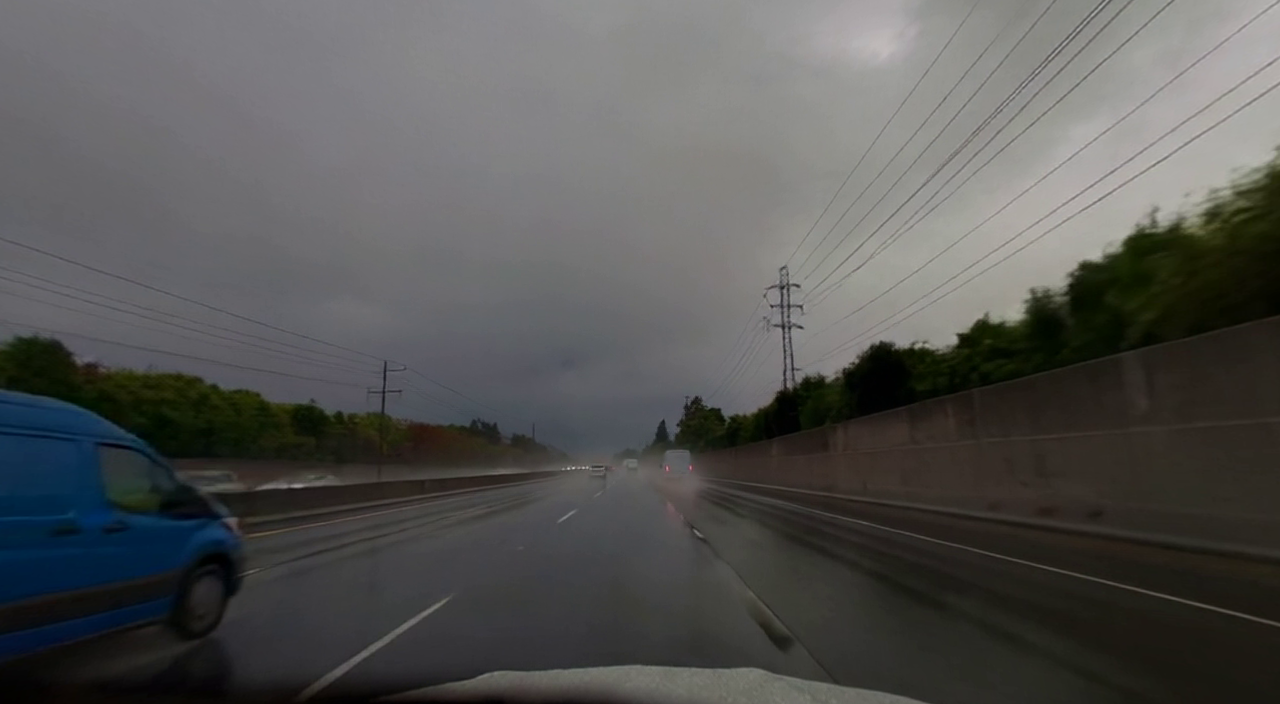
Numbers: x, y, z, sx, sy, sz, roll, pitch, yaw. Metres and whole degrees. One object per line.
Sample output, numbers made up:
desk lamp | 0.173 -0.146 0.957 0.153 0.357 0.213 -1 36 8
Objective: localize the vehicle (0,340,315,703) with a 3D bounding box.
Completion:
vehicle | -3.776 0.851 2.759 2.153 1.756 4.730 1 -11 0
